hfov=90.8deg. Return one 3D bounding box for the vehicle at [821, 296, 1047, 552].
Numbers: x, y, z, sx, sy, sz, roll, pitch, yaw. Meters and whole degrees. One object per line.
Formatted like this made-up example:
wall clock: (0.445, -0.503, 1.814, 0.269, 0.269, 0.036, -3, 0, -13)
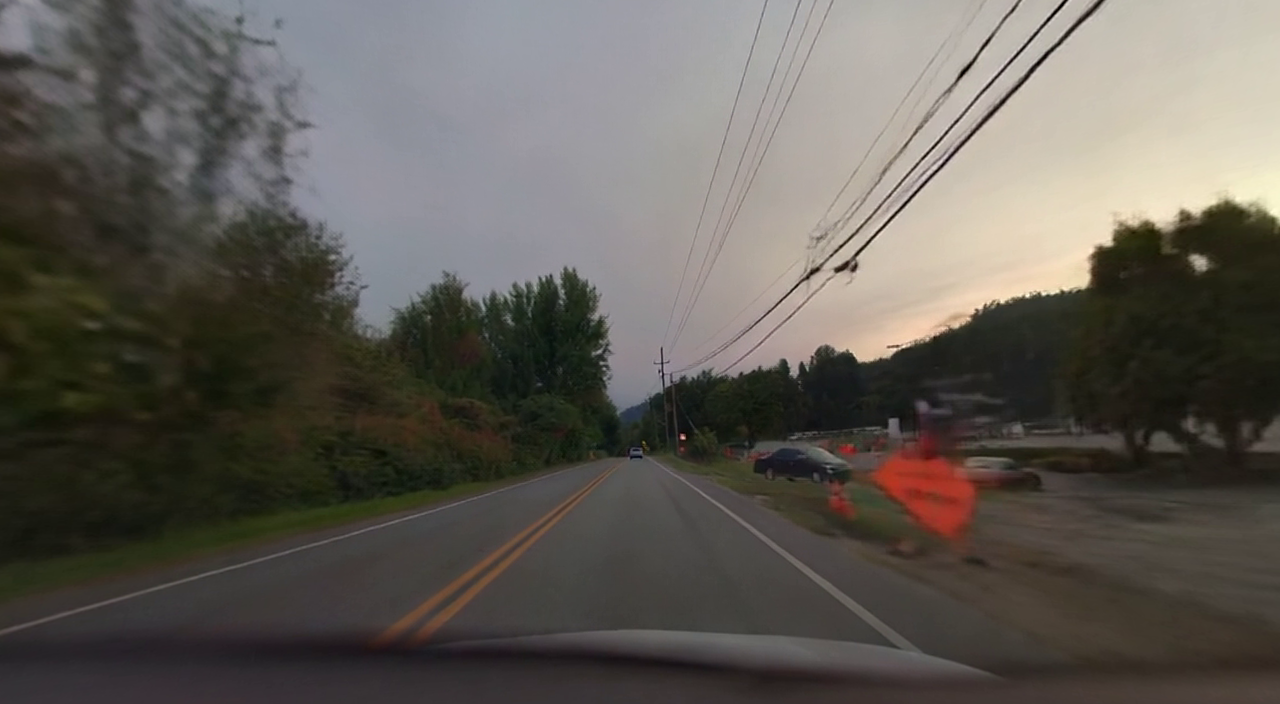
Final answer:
vehicle: (4.109, 1.035, 9.277, 2.374, 3.357, 1.724, 0, -9, 4)
